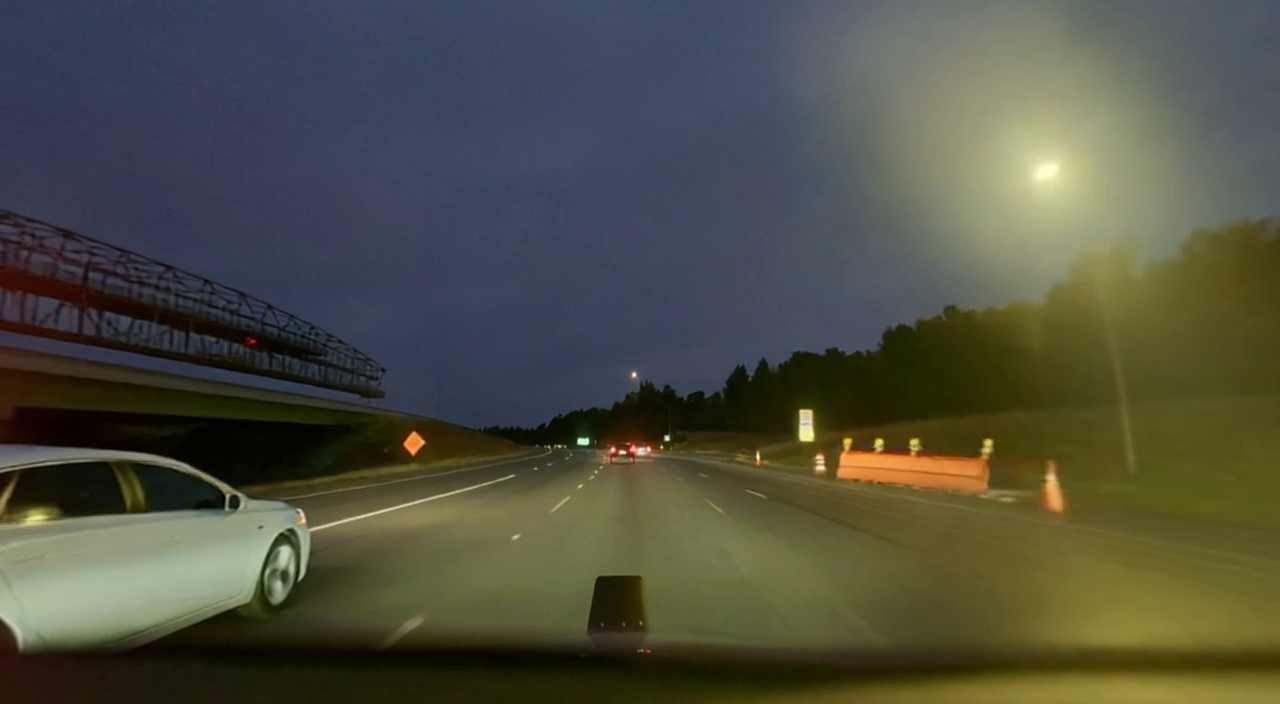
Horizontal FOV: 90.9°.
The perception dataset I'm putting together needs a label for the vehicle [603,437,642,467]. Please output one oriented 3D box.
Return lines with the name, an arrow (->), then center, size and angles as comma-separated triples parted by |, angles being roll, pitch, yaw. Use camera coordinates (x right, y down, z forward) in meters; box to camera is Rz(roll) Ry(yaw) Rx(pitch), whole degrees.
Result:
vehicle -> -1.177, 6.345, 40.140 | 2.328, 1.805, 4.502 | 0, -8, -3
